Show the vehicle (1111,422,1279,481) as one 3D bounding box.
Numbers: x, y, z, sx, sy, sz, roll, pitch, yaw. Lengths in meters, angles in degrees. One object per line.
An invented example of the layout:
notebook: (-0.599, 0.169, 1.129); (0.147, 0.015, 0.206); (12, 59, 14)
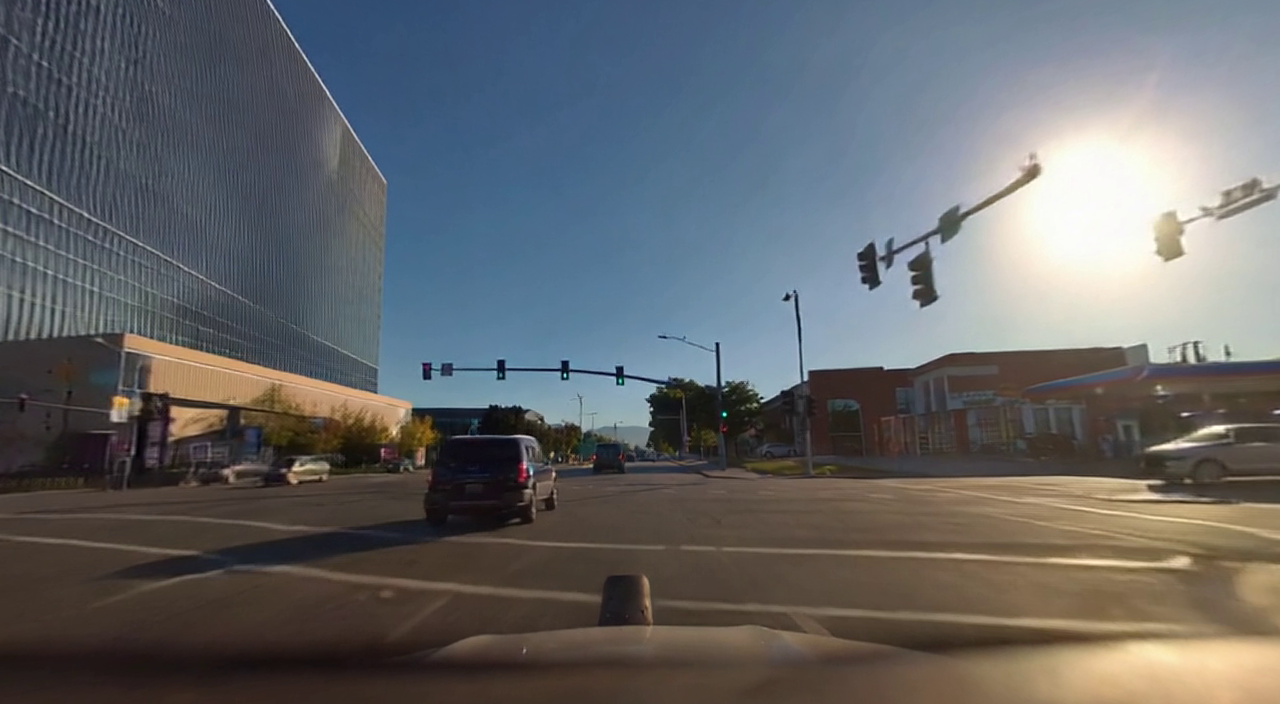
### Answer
vehicle: (17.390, 2.845, 18.082); (5.708, 1.585, 2.070); (-3, -9, 19)

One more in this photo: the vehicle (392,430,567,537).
vehicle: (-2.899, 2.486, 12.595); (2.183, 1.731, 4.338); (0, -8, 2)

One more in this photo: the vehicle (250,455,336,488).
vehicle: (-20.042, 6.880, 36.678); (2.016, 1.697, 4.963); (0, -8, 2)

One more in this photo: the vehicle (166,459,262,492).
vehicle: (-23.503, 6.806, 35.041); (2.042, 1.631, 4.557); (0, -8, 2)

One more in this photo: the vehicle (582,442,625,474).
vehicle: (-2.563, 7.667, 45.918); (2.602, 2.091, 6.347); (0, -8, 2)
